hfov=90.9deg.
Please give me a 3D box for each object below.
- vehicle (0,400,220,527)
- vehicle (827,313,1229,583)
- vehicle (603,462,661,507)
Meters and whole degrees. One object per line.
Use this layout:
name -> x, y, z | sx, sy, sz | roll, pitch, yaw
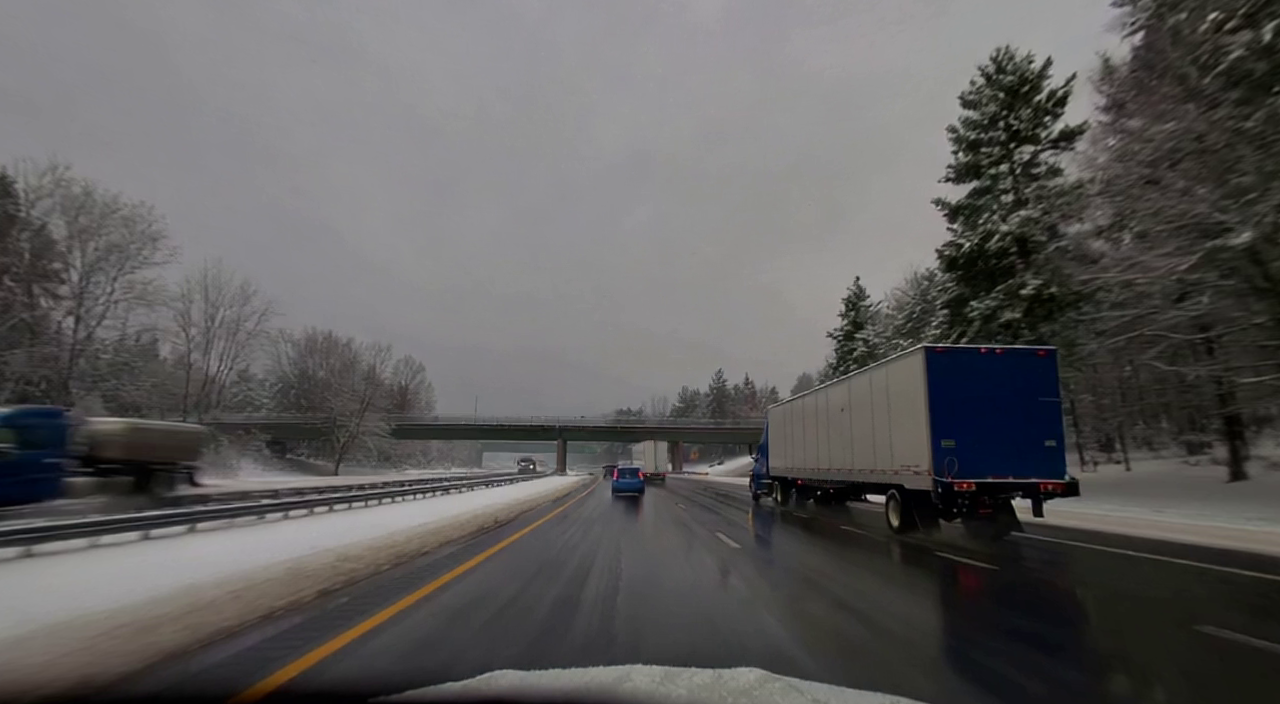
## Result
vehicle -> -9.211, 1.712, 9.656 | 2.069, 1.588, 5.111 | 1, -11, -1
vehicle -> 6.483, 2.006, 12.744 | 2.839, 3.684, 8.091 | 1, -10, 0
vehicle -> -0.320, 5.105, 24.458 | 2.067, 1.552, 3.601 | 1, -11, -1
